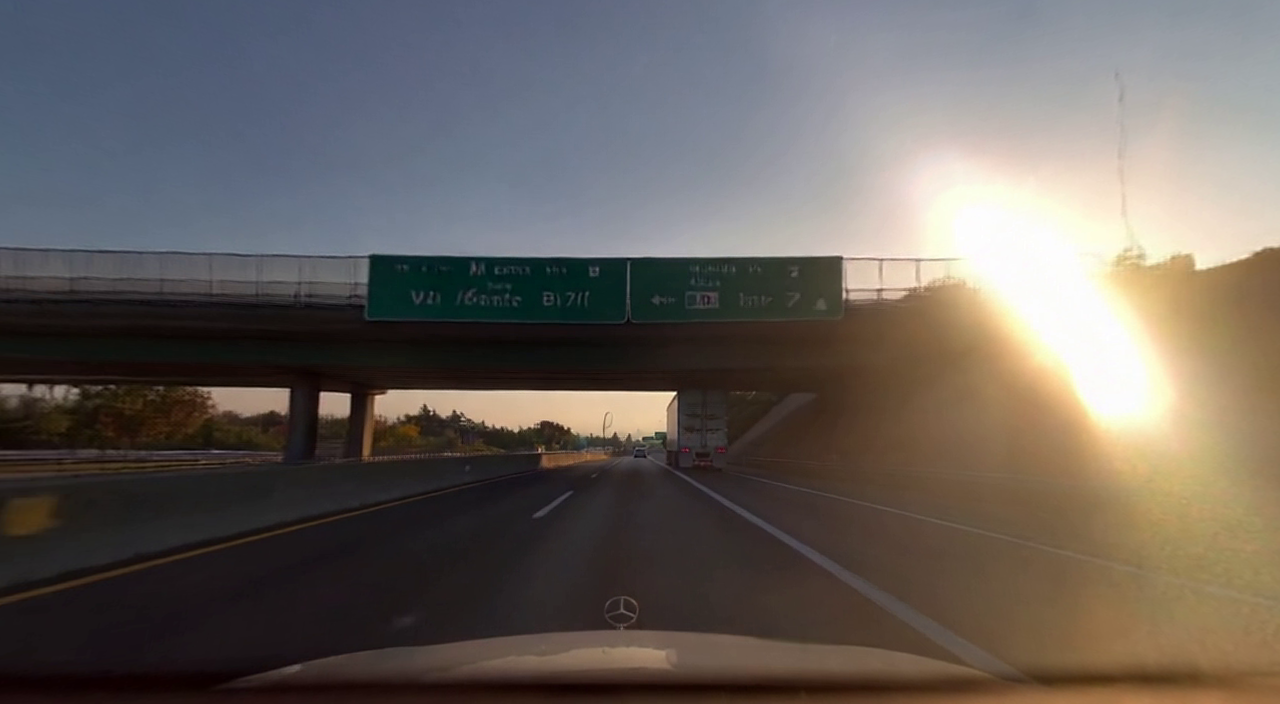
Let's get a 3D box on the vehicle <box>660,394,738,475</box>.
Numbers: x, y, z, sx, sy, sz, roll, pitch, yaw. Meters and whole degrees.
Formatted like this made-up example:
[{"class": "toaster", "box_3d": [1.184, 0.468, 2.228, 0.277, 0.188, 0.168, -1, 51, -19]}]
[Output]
[{"class": "vehicle", "box_3d": [3.165, 5.202, 38.481, 3.244, 4.020, 14.561, 0, -9, 0]}]
